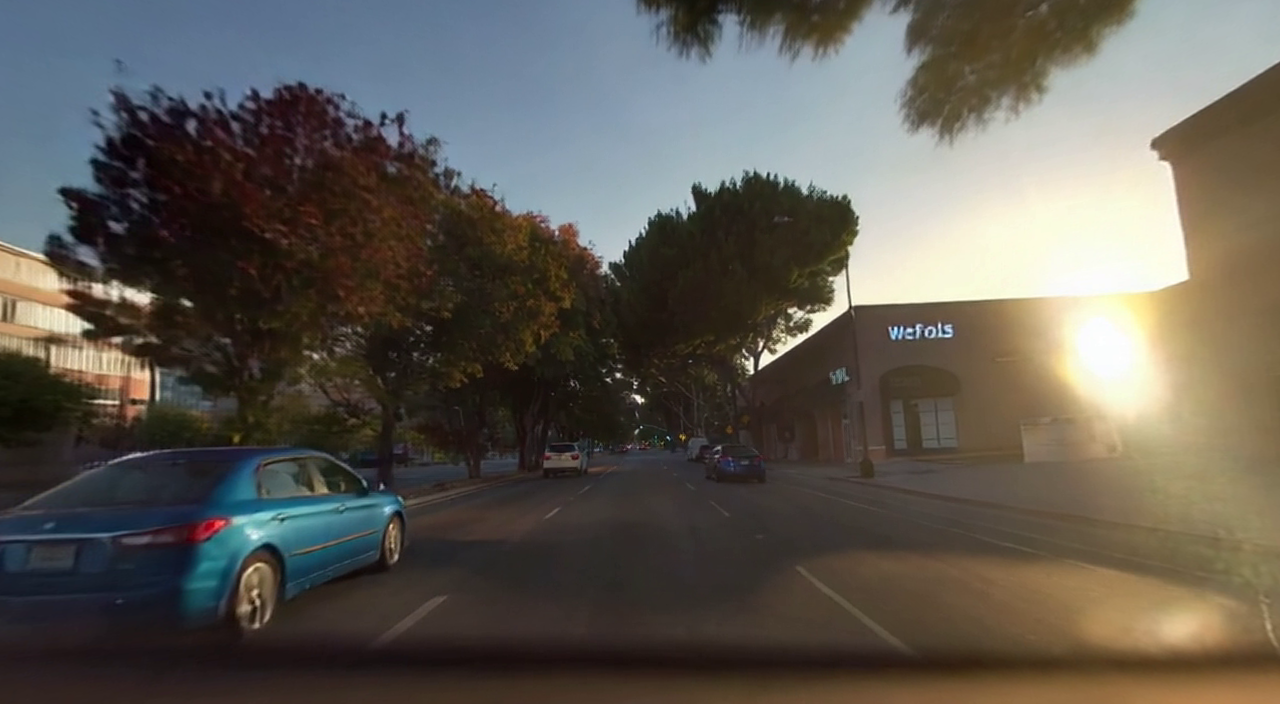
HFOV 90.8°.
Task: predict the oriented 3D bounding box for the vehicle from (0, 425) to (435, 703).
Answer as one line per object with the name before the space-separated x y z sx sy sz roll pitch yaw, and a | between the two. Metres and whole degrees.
vehicle | -3.537 1.444 5.424 2.060 1.466 4.387 0 -9 0

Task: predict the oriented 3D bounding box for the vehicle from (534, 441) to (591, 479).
vehicle | -3.692 5.265 30.989 2.145 1.694 4.642 0 -9 1

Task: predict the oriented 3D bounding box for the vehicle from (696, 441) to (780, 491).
vehicle | 3.209 3.823 21.585 1.961 1.482 4.538 0 -9 -2
